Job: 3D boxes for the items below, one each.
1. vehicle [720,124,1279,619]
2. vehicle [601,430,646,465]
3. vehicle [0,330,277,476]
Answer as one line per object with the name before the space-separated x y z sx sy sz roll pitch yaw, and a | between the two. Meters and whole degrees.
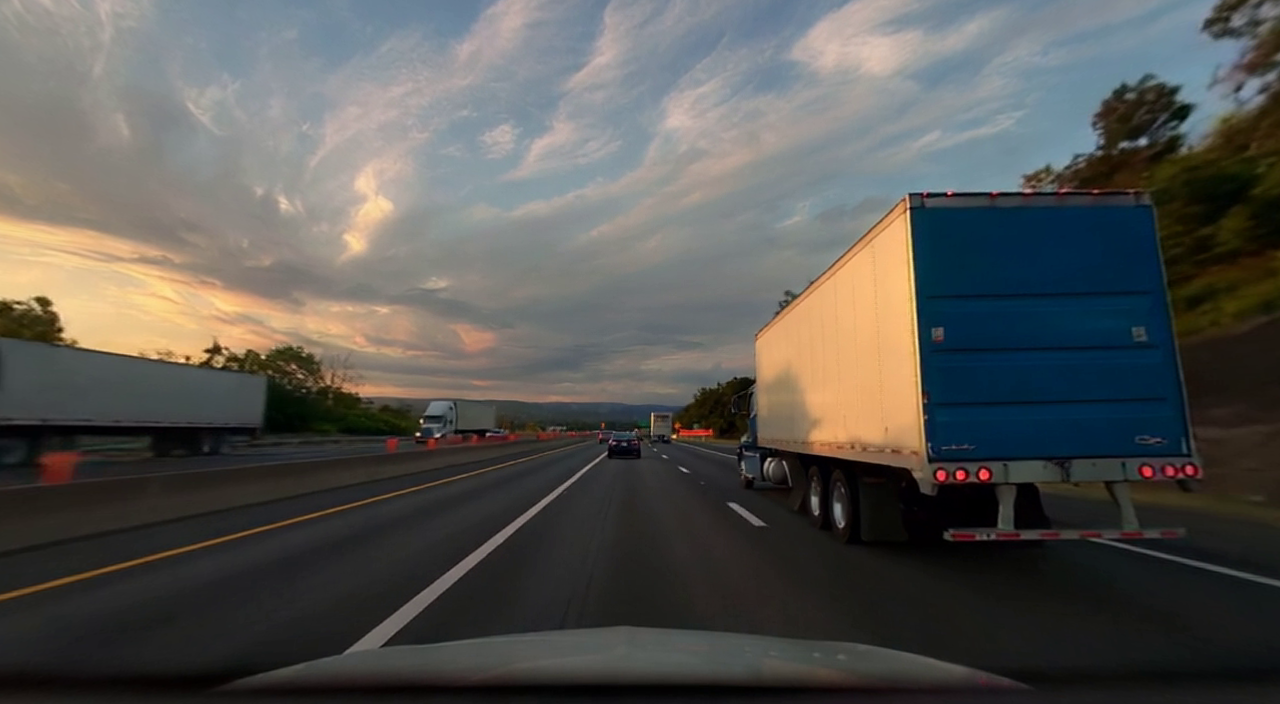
vehicle | 3.584 0.768 10.032 2.919 3.634 10.888 0 -8 -1
vehicle | -0.748 4.345 28.819 1.929 1.469 3.677 0 -8 -1
vehicle | -19.386 2.291 24.071 2.857 4.045 13.948 0 -8 0
